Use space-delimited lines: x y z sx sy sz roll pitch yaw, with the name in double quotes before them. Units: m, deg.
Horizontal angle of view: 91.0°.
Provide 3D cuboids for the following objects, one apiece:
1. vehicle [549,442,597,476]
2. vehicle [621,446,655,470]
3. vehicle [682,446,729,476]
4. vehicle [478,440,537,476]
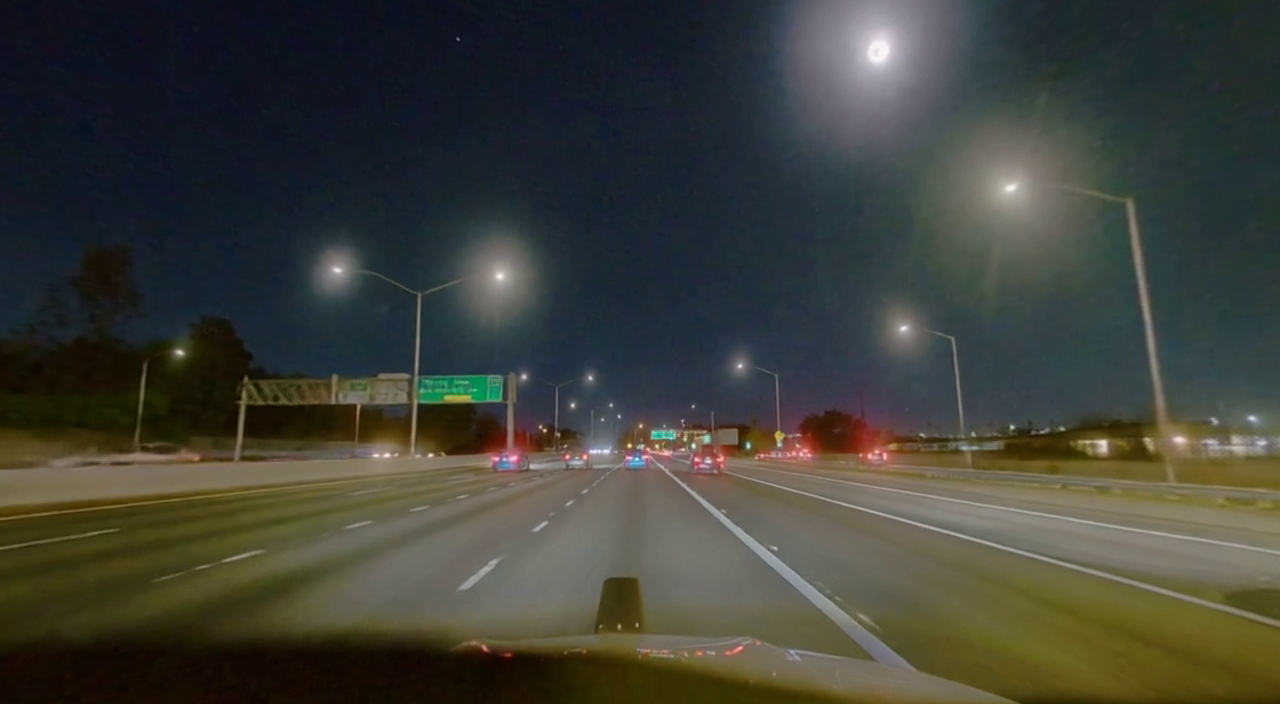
"vehicle" -3.548 5.773 34.246 2.091 1.664 4.157 0 -9 1
"vehicle" -0.135 7.227 43.061 2.166 1.496 4.158 0 -9 0
"vehicle" 3.558 5.987 34.869 2.077 1.527 4.553 1 -9 -1
"vehicle" -6.942 5.583 33.427 2.112 1.721 4.381 0 -9 1
